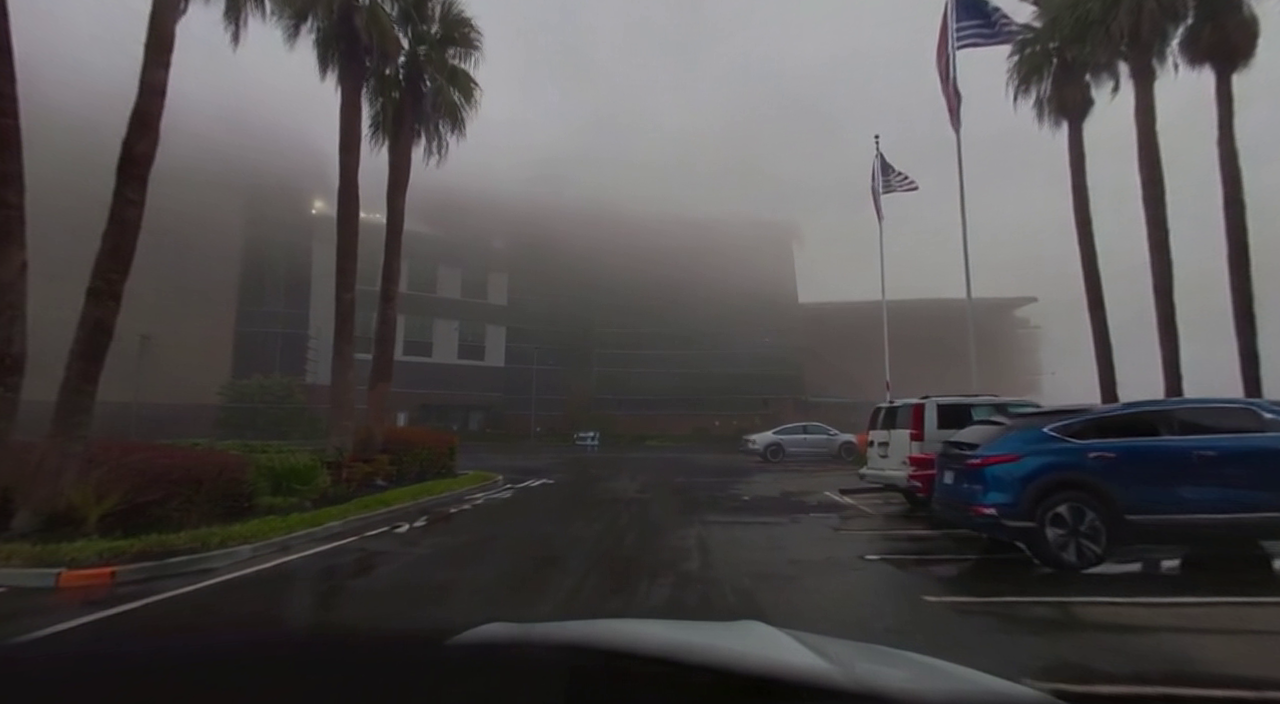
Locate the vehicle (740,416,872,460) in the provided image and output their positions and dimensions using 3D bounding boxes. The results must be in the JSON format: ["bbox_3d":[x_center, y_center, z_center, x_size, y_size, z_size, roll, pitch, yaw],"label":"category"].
[{"bbox_3d":[6.987,3.701,27.132,5.254,1.793,1.998,-1,-8,8],"label":"vehicle"}]

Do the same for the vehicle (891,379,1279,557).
[{"bbox_3d":[5.571,1.268,7.181,4.567,1.723,1.926,0,-8,4],"label":"vehicle"}]

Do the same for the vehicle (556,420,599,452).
[{"bbox_3d":[-4.045,5.519,41.619,1.943,1.890,4.472,2,-6,6],"label":"vehicle"}]
